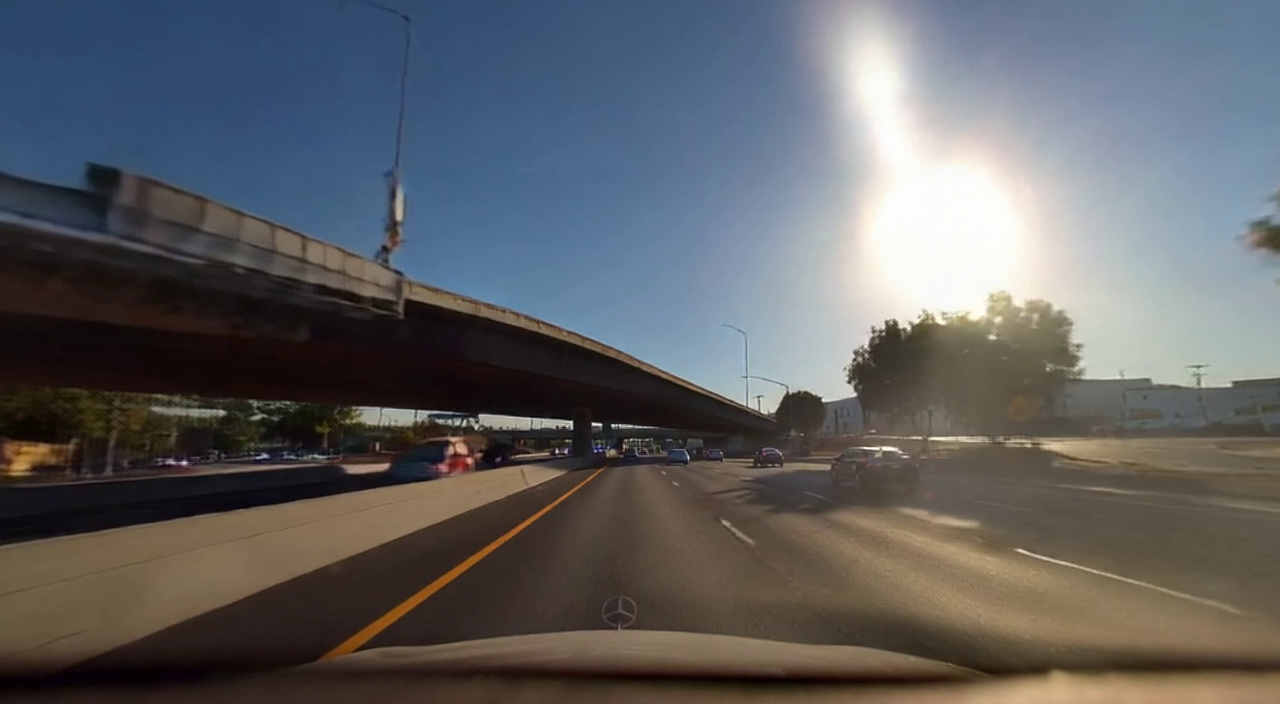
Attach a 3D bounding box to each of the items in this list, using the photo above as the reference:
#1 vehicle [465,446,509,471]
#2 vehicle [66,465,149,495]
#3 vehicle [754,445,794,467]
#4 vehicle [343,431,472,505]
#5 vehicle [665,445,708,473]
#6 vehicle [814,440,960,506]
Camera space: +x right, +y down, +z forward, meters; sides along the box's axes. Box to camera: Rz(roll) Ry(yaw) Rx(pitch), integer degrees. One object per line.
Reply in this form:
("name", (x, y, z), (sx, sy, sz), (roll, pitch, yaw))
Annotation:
("vehicle", (-10.510, 7.310, 43.704), (1.974, 1.641, 4.245), (0, -8, 0))
("vehicle", (-33.563, 8.054, 39.998), (1.891, 1.619, 4.576), (1, -9, -11))
("vehicle", (9.467, 7.366, 44.847), (1.838, 1.440, 4.121), (0, -8, -1))
("vehicle", (-6.695, 3.367, 18.860), (2.086, 1.884, 4.793), (0, -8, -1))
("vehicle", (2.648, 6.168, 36.767), (1.993, 1.507, 4.594), (0, -8, -2))
("vehicle", (6.310, 3.117, 16.811), (1.952, 1.489, 4.483), (0, -8, -2))
